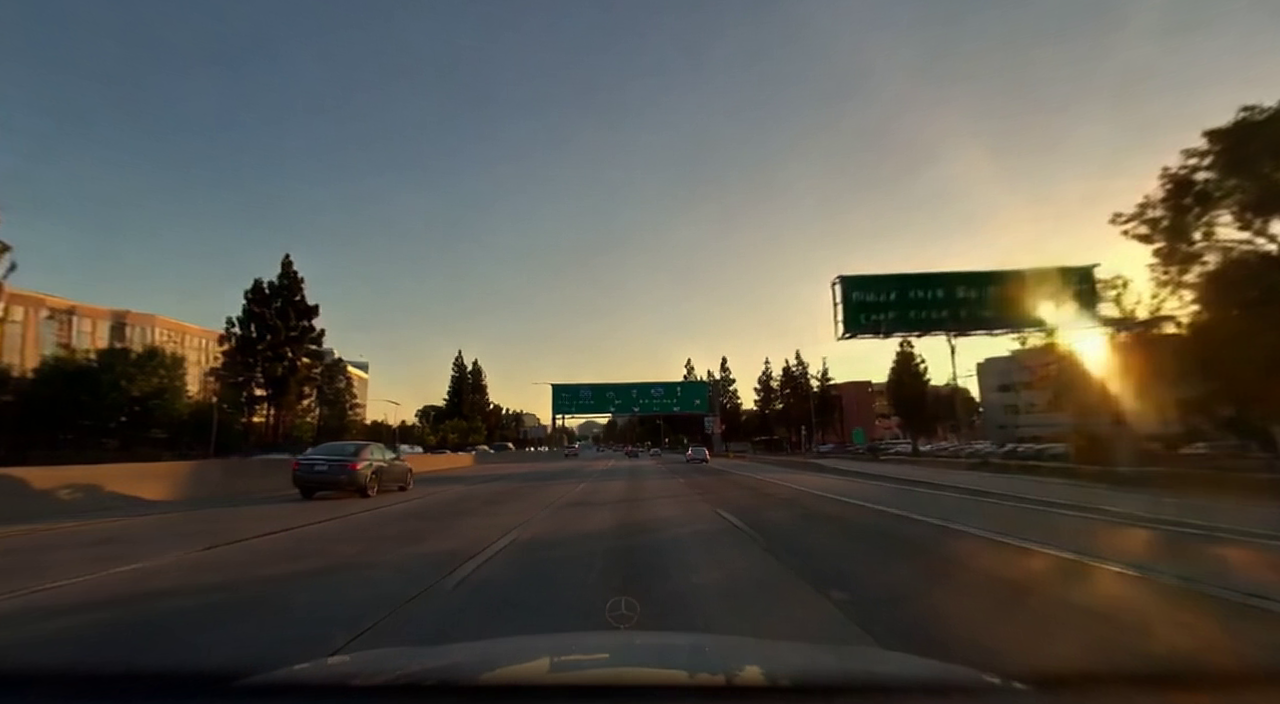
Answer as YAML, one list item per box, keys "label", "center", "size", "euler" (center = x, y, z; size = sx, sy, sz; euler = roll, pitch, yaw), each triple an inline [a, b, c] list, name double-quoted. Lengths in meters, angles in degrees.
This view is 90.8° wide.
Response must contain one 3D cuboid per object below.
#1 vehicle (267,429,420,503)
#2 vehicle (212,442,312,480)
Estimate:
- label: "vehicle"
  center: [-7.796, 3.019, 17.184]
  size: [2.089, 1.724, 4.327]
  euler: [0, -8, -1]
- label: "vehicle"
  center: [-17.295, 4.956, 29.193]
  size: [1.824, 1.580, 4.407]
  euler: [0, -8, 0]
